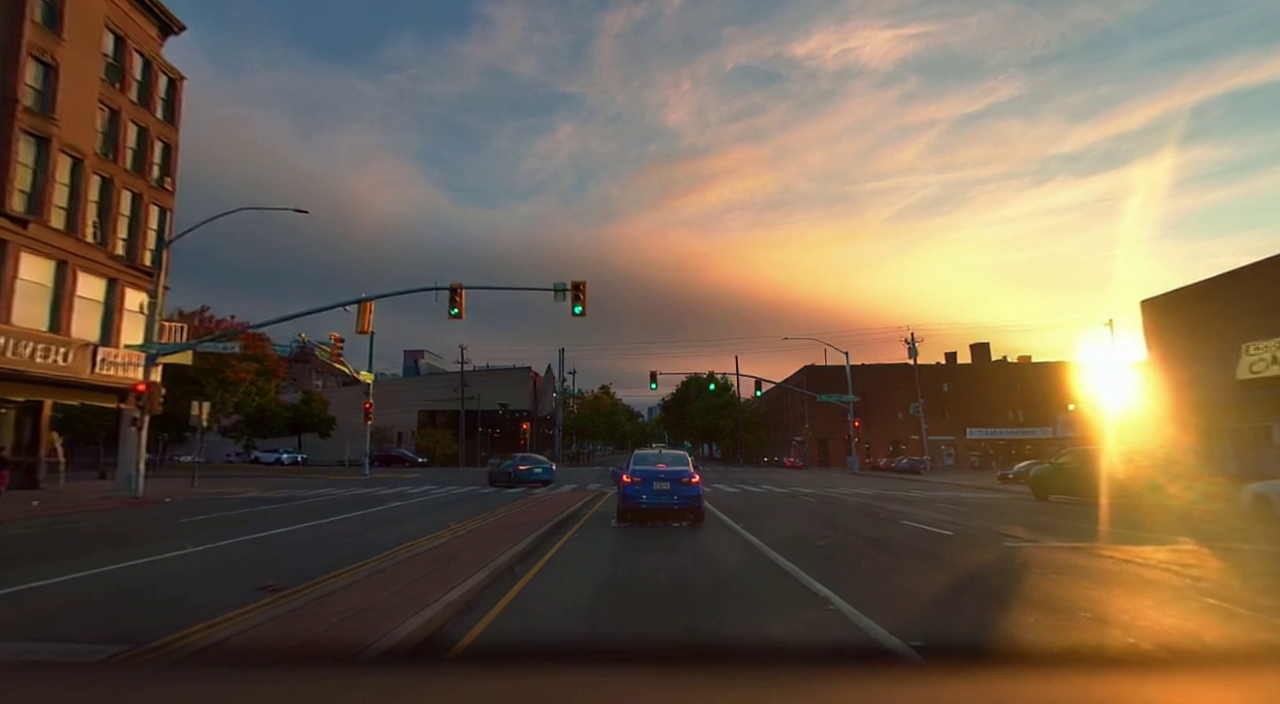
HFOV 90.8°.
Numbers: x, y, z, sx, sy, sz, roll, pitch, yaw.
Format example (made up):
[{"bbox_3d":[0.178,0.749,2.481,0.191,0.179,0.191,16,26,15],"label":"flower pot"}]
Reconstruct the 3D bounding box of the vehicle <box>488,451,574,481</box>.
[{"bbox_3d":[-5.854,6.038,33.693,4.531,1.434,1.841,-6,-11,35],"label":"vehicle"}]

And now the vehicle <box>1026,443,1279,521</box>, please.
[{"bbox_3d":[14.047,3.533,17.916,2.309,1.819,5.793,0,-9,-3],"label":"vehicle"}]

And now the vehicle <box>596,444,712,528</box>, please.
[{"bbox_3d":[0.314,2.731,13.471,2.067,1.471,4.241,0,-9,2],"label":"vehicle"}]
